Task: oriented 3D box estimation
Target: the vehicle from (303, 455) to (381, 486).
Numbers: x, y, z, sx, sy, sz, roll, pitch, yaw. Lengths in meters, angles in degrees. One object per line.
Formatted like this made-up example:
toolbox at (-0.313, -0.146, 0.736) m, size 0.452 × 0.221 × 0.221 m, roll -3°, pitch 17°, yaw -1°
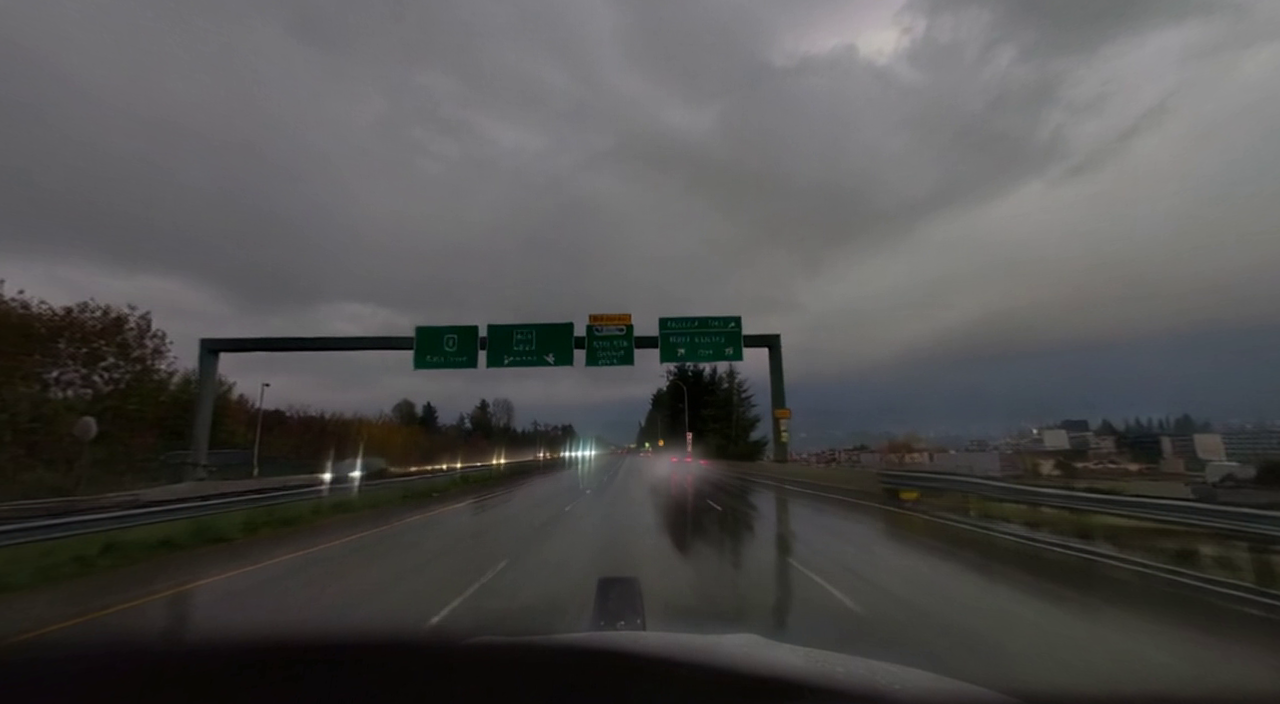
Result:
vehicle at (-15.140, 6.036, 32.321) m, size 2.042 × 1.446 × 4.317 m, roll 0°, pitch -9°, yaw -2°

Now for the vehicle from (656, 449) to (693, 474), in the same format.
vehicle at (2.089, 6.678, 38.650) m, size 2.036 × 1.457 × 3.471 m, roll 0°, pitch -9°, yaw -1°
